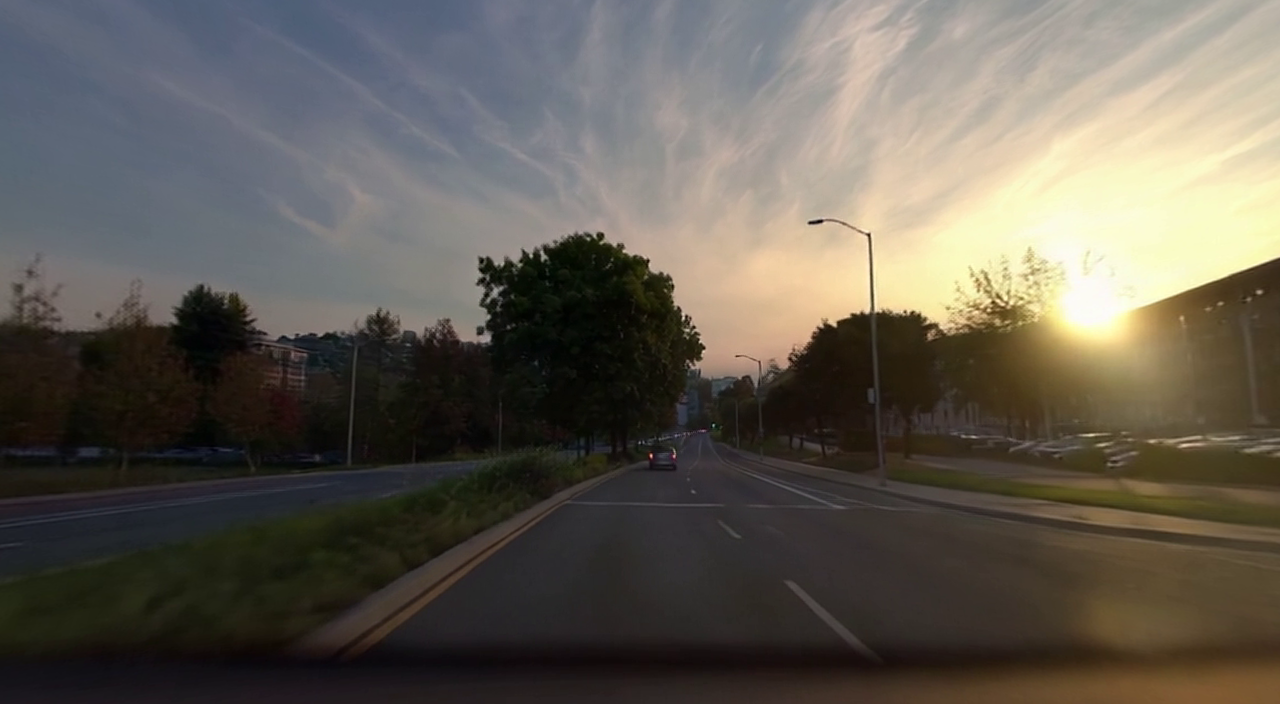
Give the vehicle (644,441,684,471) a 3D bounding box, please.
[{"bbox_3d":[1.365,5.840,35.635,2.158,1.600,3.865,0,-8,2],"label":"vehicle"}]
